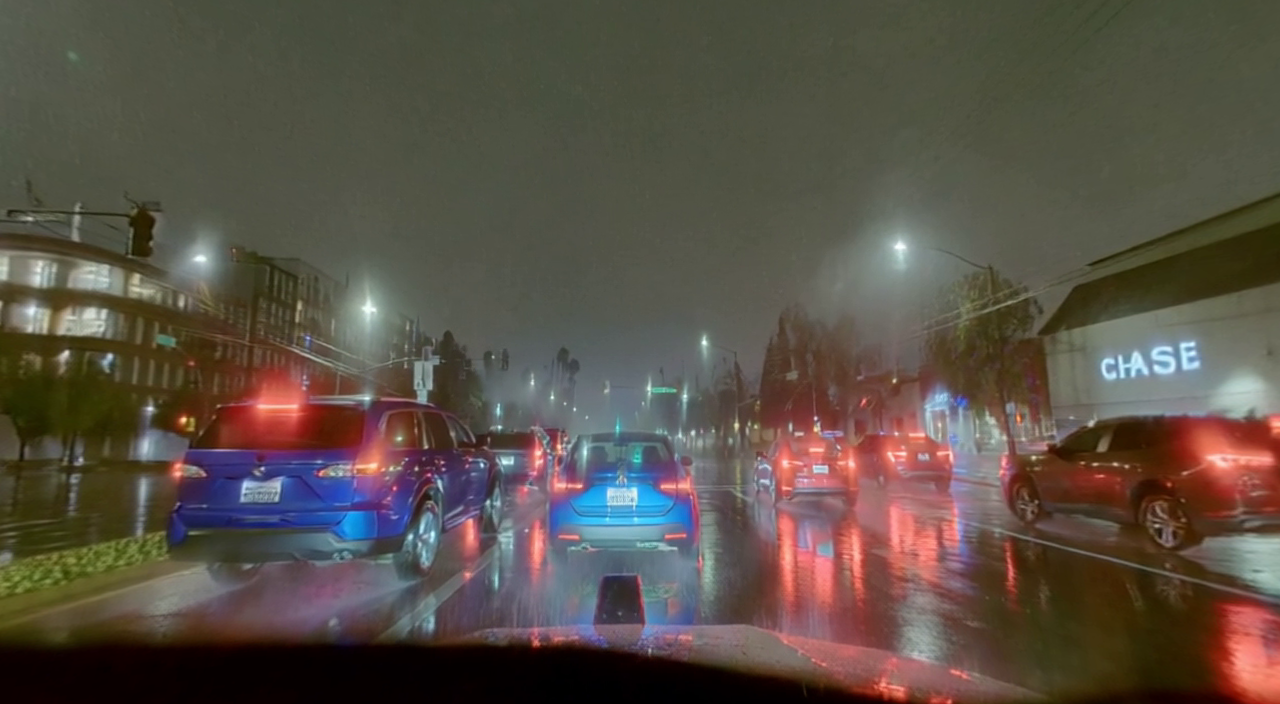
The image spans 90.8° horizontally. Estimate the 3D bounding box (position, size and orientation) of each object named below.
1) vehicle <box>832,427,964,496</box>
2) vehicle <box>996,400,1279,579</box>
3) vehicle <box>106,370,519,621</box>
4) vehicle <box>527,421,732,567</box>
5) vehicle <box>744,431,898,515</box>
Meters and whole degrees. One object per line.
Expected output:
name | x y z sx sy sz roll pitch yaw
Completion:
vehicle | 7.048 3.034 17.776 1.894 1.693 4.110 0 -8 -1
vehicle | 7.242 1.677 8.505 2.068 1.731 4.752 0 -8 0
vehicle | -2.849 1.392 7.062 2.064 1.825 4.760 0 -8 0
vehicle | -0.145 1.760 8.560 2.097 1.480 4.006 0 -8 -1
vehicle | 3.587 2.476 13.464 1.861 1.473 4.393 0 -8 -1
